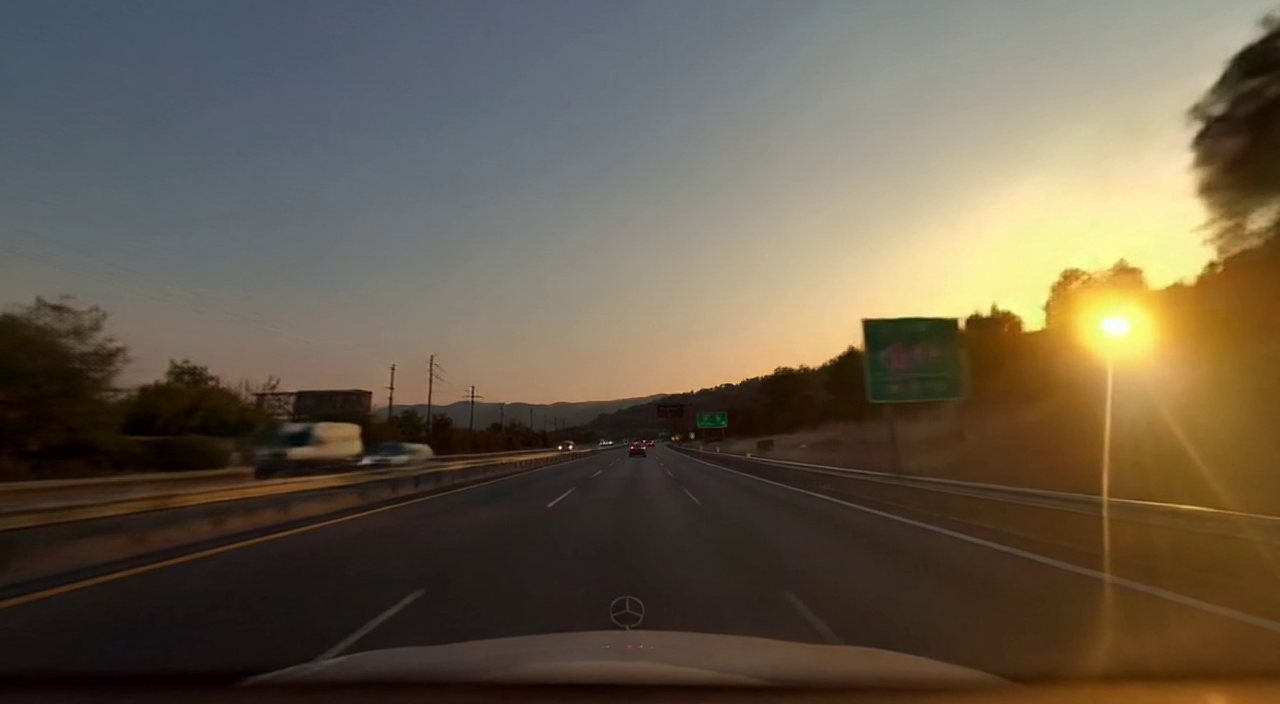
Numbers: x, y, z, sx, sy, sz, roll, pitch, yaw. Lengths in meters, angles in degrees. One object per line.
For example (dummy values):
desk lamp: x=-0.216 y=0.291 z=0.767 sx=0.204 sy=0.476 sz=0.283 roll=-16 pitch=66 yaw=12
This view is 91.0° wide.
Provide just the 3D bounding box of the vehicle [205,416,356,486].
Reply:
vehicle: x=-15.457 y=4.329 z=27.815 sx=2.344 sy=2.655 sz=7.091 roll=0 pitch=-8 yaw=1

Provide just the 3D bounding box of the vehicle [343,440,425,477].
vehicle: x=-11.455 y=4.768 z=28.474 sx=1.910 sy=1.532 sz=4.032 roll=0 pitch=-8 yaw=1
